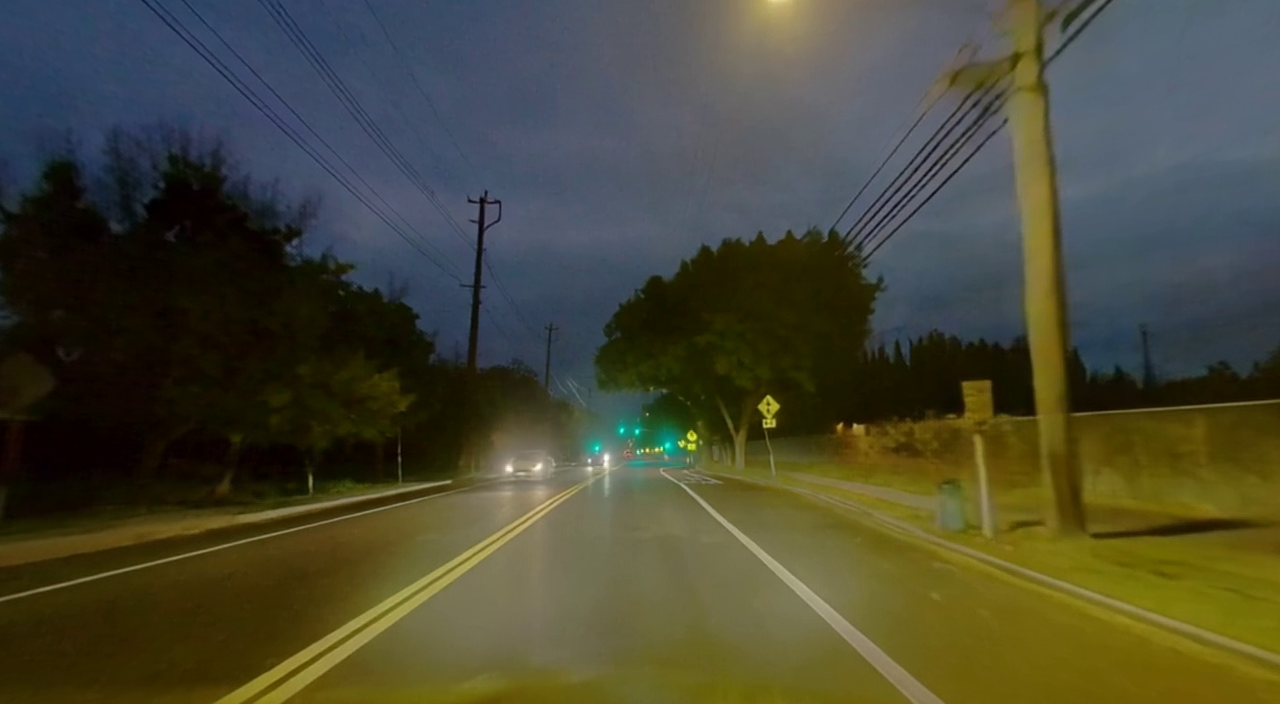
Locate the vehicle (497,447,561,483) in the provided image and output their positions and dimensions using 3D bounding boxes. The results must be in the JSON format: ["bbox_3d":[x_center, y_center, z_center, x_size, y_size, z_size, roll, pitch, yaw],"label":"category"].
[{"bbox_3d":[-5.090,5.230,29.612,2.093,1.523,4.536,0,-9,1],"label":"vehicle"}]
